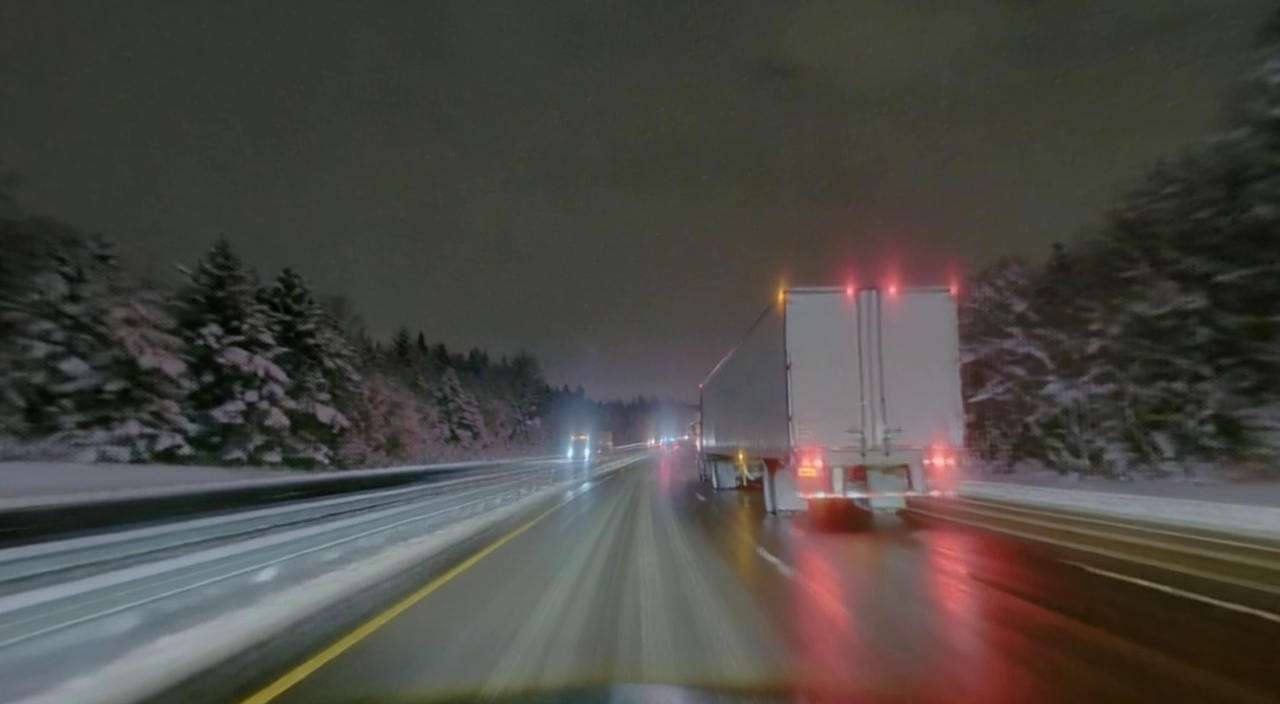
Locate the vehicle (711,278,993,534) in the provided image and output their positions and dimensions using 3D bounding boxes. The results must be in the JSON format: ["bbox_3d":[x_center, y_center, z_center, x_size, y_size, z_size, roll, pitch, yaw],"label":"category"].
[{"bbox_3d":[3.981,1.751,16.156,2.965,4.028,12.529,0,-9,1],"label":"vehicle"}]
